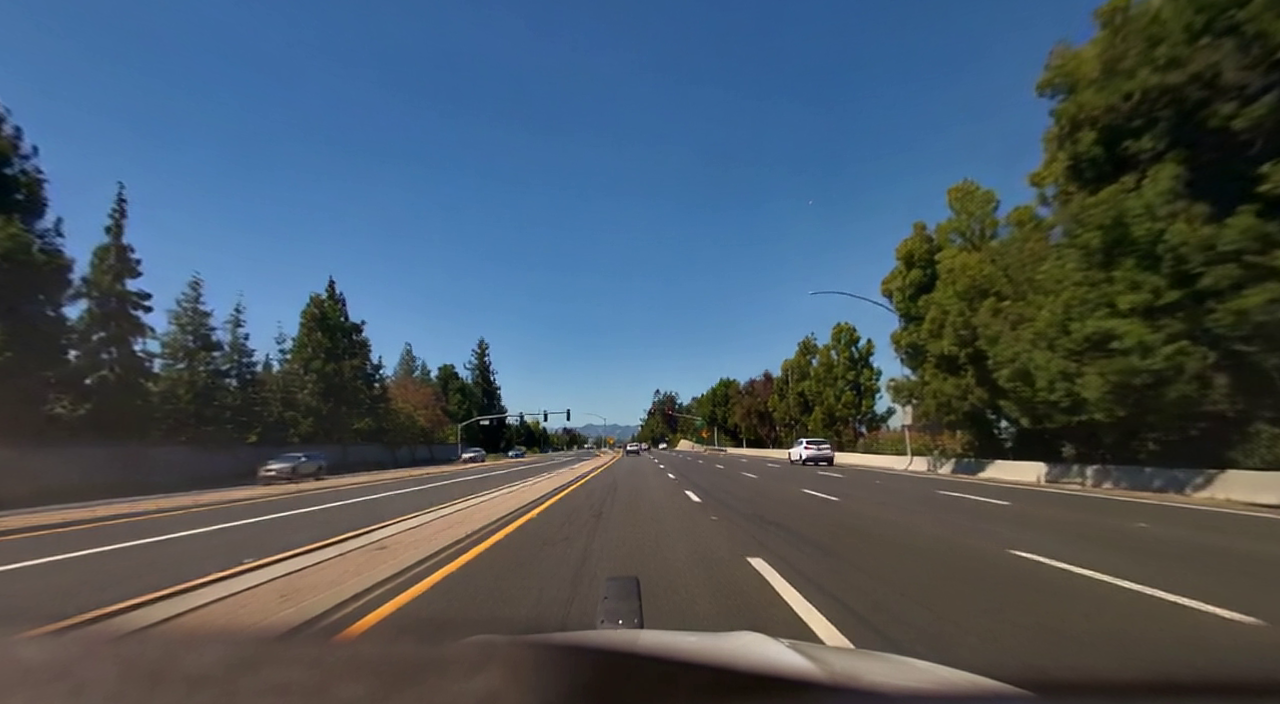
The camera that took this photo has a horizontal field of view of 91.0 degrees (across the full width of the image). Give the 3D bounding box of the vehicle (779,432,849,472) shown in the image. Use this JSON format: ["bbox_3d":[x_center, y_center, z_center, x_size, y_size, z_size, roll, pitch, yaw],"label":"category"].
[{"bbox_3d":[8.689,5.046,31.913,2.170,1.830,4.720,0,-8,0],"label":"vehicle"}]

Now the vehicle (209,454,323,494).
[{"bbox_3d":[-15.546,5.068,26.526,1.889,1.463,4.690,-1,-8,0],"label":"vehicle"}]
